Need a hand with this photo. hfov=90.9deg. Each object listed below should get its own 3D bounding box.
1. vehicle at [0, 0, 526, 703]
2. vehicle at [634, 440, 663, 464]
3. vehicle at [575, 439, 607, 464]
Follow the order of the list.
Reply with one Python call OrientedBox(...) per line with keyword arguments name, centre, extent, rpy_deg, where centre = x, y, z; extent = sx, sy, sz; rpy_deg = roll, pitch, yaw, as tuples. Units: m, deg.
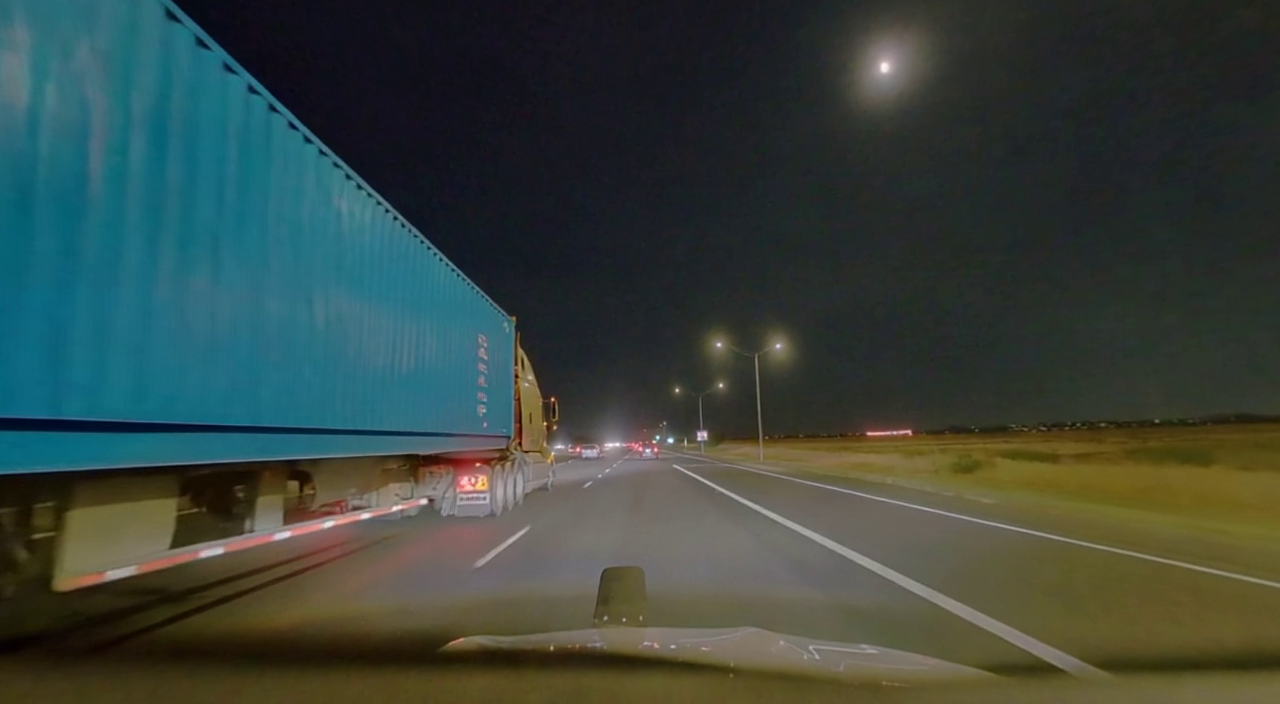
OrientedBox(name="vehicle", centre=(-3.942, 0.242, 6.282), extent=(2.840, 4.032, 13.388), rpy_deg=(-1, -8, 1))
OrientedBox(name="vehicle", centre=(0.603, 7.502, 47.494), extent=(2.136, 1.718, 4.157), rpy_deg=(0, -8, 0))
OrientedBox(name="vehicle", centre=(-3.677, 7.552, 47.926), extent=(1.995, 1.745, 4.187), rpy_deg=(0, -8, 1))
